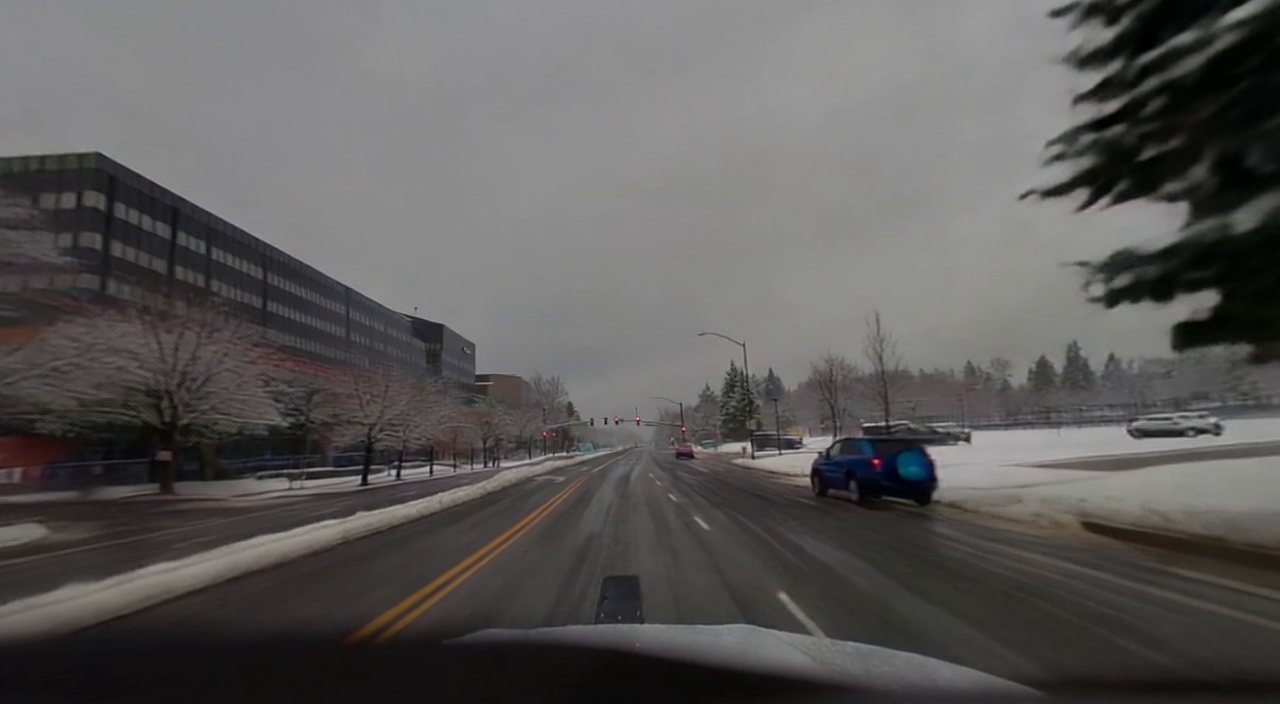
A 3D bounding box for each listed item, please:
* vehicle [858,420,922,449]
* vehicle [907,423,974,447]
[{"bbox_3d":[16.731,5.616,42.467,2.059,1.788,4.708,1,-9,-5],"label":"vehicle"},{"bbox_3d":[19.641,5.485,41.354,2.021,1.472,4.047,2,-9,-8],"label":"vehicle"}]
